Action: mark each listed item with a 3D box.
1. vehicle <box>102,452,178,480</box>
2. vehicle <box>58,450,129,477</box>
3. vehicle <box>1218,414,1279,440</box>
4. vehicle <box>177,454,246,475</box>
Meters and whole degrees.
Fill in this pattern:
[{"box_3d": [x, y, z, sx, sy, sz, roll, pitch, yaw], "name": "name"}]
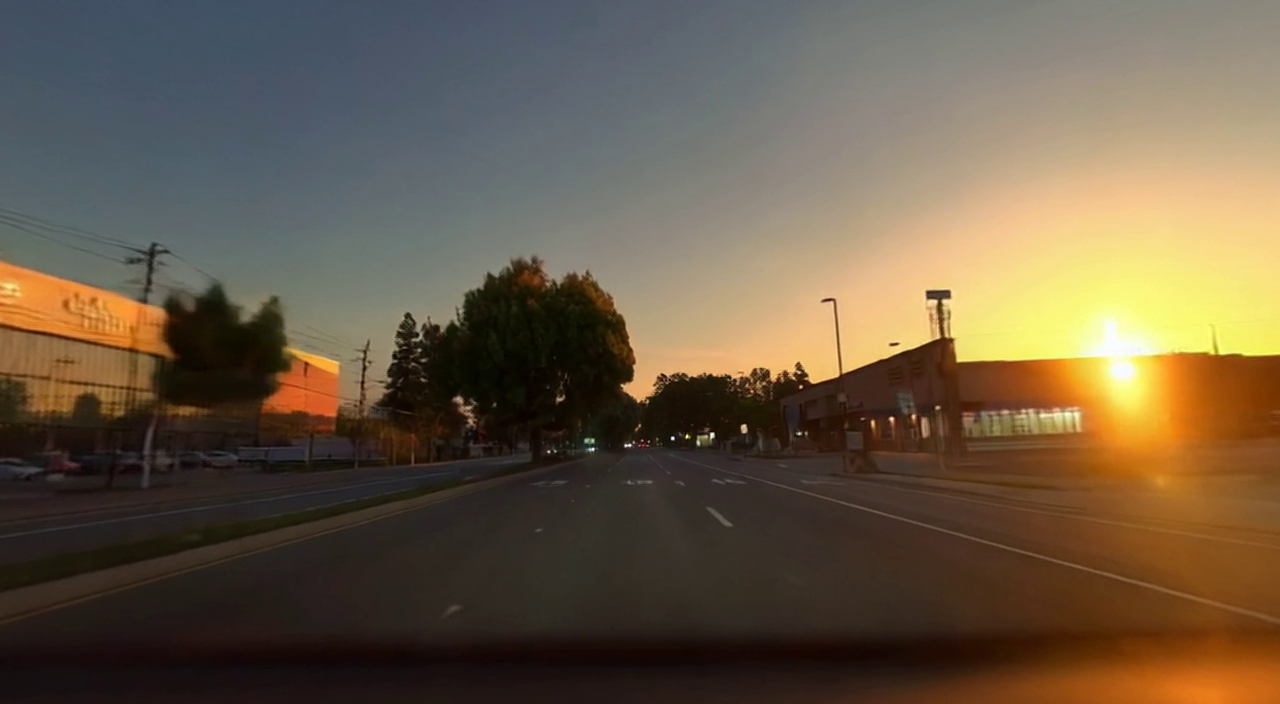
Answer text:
[{"box_3d": [-38.185, 8.686, 48.418, 2.005, 1.915, 5.056, 0, -9, -5], "name": "vehicle"}, {"box_3d": [-40.856, 8.319, 47.359, 1.704, 1.866, 3.985, 0, -8, -1], "name": "vehicle"}, {"box_3d": [41.636, 5.032, 42.127, 1.834, 1.612, 4.559, 0, -8, 0], "name": "vehicle"}, {"box_3d": [-33.012, 8.682, 48.844, 1.809, 1.448, 4.747, -1, -8, 2], "name": "vehicle"}]
